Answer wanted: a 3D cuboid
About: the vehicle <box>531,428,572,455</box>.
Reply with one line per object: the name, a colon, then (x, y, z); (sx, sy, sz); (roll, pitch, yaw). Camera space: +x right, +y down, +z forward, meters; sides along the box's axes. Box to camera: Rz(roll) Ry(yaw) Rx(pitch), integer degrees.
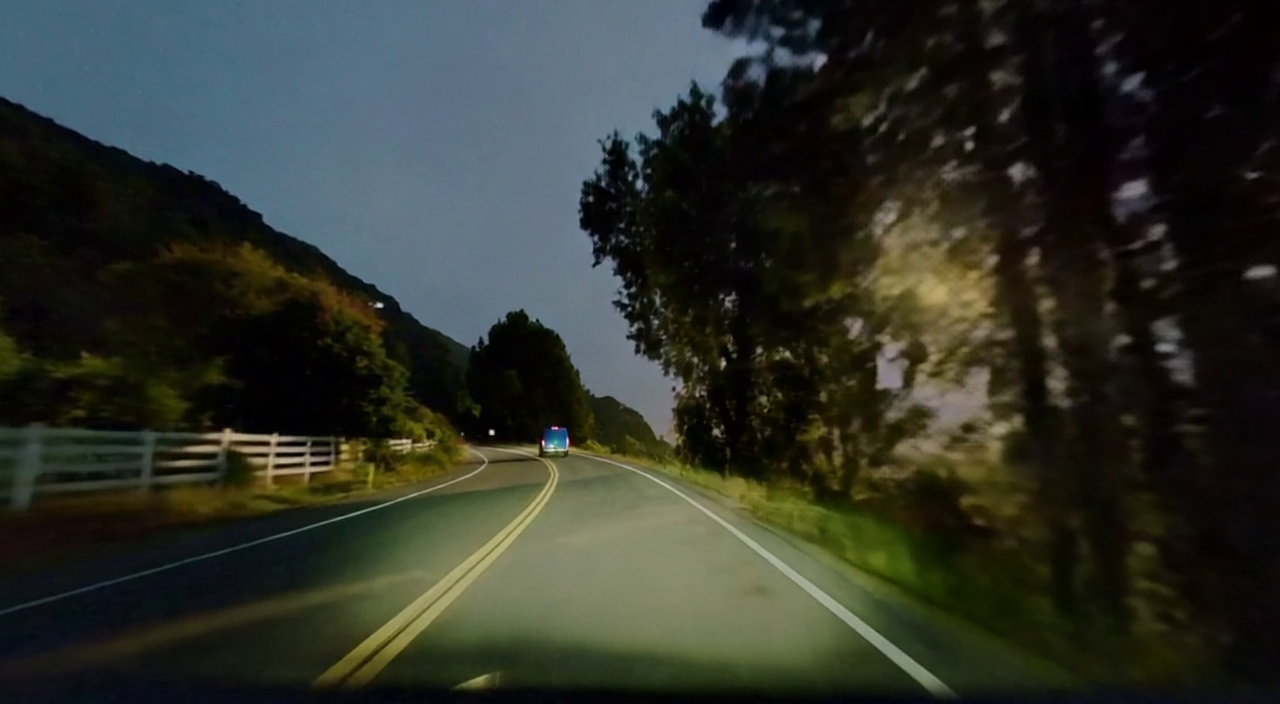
vehicle: (-6.967, 6.990, 49.309); (2.439, 1.912, 5.605); (2, -8, -15)
